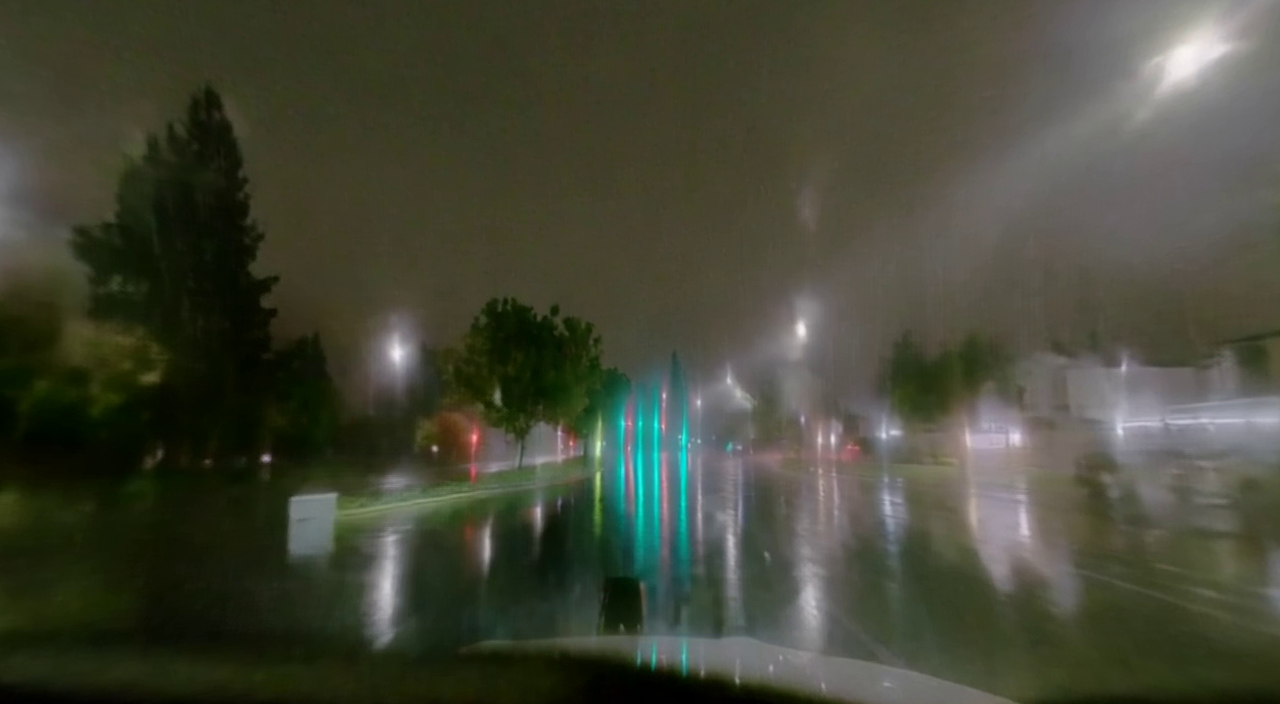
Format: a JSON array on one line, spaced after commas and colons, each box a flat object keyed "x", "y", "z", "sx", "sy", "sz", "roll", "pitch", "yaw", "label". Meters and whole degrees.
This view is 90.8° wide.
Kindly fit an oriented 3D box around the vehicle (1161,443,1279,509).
[{"x": 15.774, "y": 2.957, "z": 15.255, "sx": 4.592, "sy": 1.472, "sz": 2.009, "roll": 0, "pitch": -9, "yaw": -1, "label": "vehicle"}]
